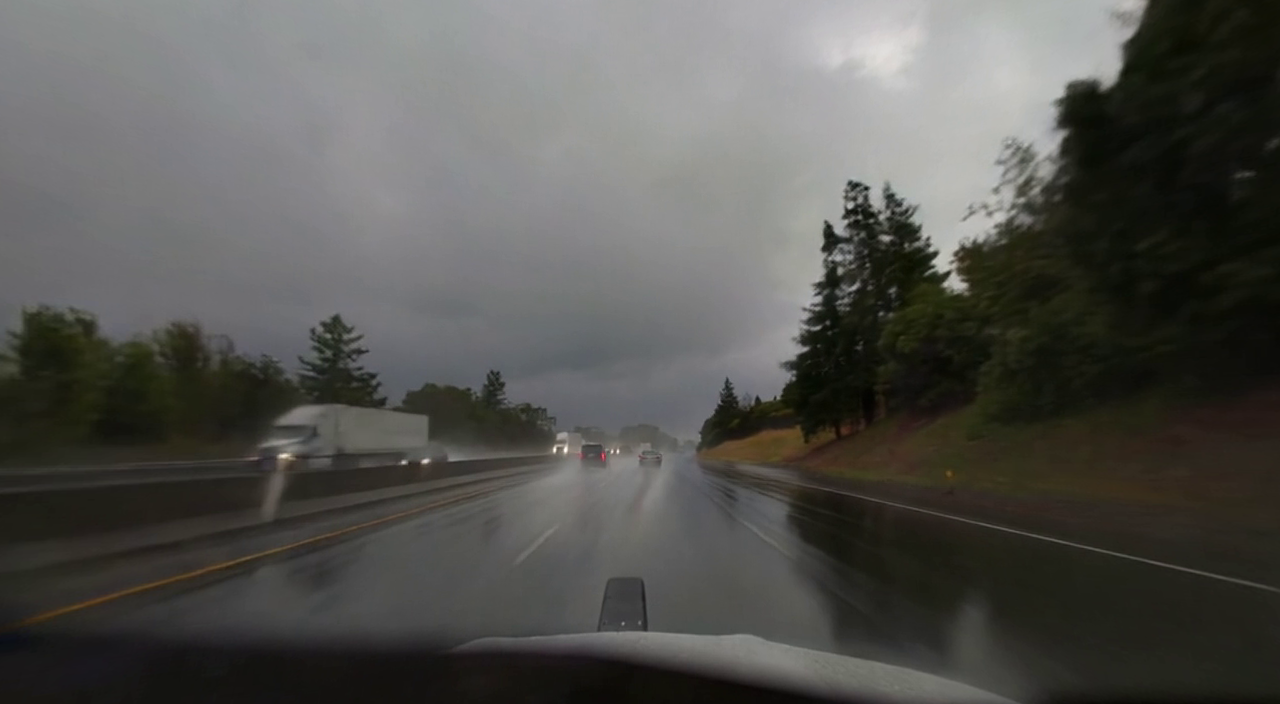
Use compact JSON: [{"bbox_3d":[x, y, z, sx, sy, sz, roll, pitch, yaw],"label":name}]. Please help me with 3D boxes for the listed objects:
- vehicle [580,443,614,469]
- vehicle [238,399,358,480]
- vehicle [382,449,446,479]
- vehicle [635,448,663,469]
[{"bbox_3d":[-3.078,7.543,45.799,2.143,1.770,4.283,0,-9,1],"label":"vehicle"},{"bbox_3d":[-18.741,4.903,35.082,3.022,4.046,5.998,0,-9,1],"label":"vehicle"},{"bbox_3d":[-11.990,5.918,33.659,1.823,1.483,4.059,0,-9,1],"label":"vehicle"},{"bbox_3d":[0.696,8.168,48.659,2.036,1.519,4.225,0,-9,0],"label":"vehicle"}]
